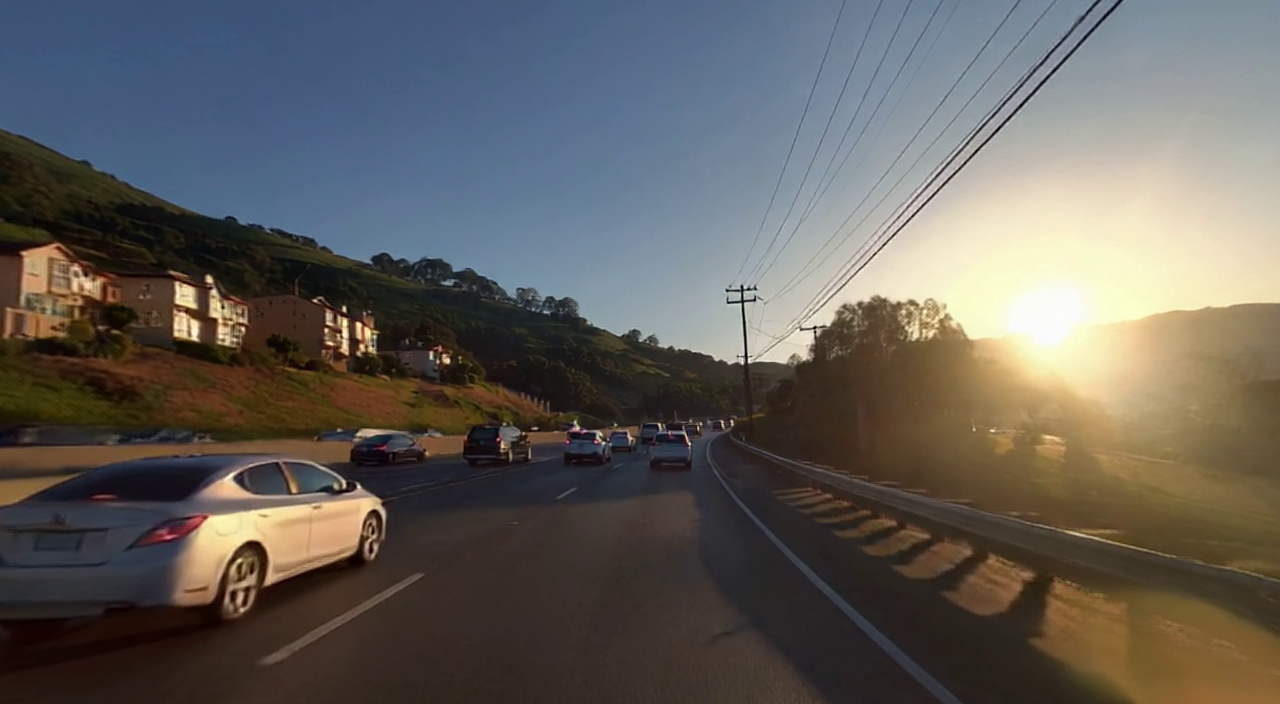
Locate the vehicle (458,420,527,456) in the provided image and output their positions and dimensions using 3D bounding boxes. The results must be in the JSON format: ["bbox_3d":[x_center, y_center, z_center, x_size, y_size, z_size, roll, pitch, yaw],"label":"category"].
[{"bbox_3d":[-8.175,4.855,35.400,2.080,1.833,4.461,-2,-8,10],"label":"vehicle"}]

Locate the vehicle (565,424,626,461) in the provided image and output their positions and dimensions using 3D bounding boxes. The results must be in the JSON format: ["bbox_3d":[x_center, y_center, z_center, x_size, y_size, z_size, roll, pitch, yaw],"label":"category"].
[{"bbox_3d":[-2.034,4.354,30.308,2.121,1.639,4.383,-1,-8,7],"label":"vehicle"}]

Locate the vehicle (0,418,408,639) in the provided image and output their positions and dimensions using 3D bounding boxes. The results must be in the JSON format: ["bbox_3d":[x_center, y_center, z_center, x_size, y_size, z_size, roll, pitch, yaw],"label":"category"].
[{"bbox_3d":[-4.454,1.552,6.746,1.956,1.478,4.789,-1,-8,2],"label":"vehicle"}]

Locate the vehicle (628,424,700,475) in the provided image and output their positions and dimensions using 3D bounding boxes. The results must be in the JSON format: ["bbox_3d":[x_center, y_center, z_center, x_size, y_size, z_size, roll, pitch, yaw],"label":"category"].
[{"bbox_3d":[0.838,3.164,20.544,2.109,1.495,3.935,-1,-8,4],"label":"vehicle"}]
